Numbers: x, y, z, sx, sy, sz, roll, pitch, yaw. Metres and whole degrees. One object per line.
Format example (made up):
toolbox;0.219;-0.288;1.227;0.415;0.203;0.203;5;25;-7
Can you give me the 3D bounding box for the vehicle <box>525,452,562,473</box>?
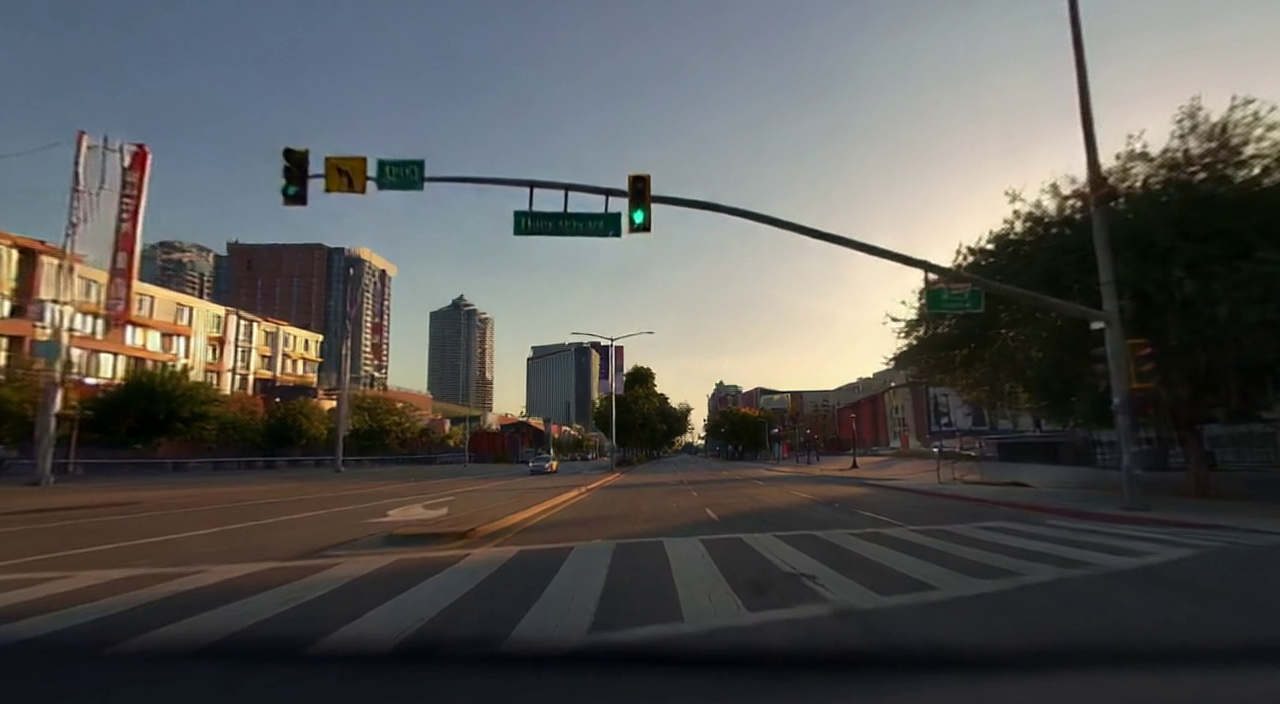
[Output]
vehicle;-7.262;8.374;47.738;1.866;1.463;4.378;0;-9;3
